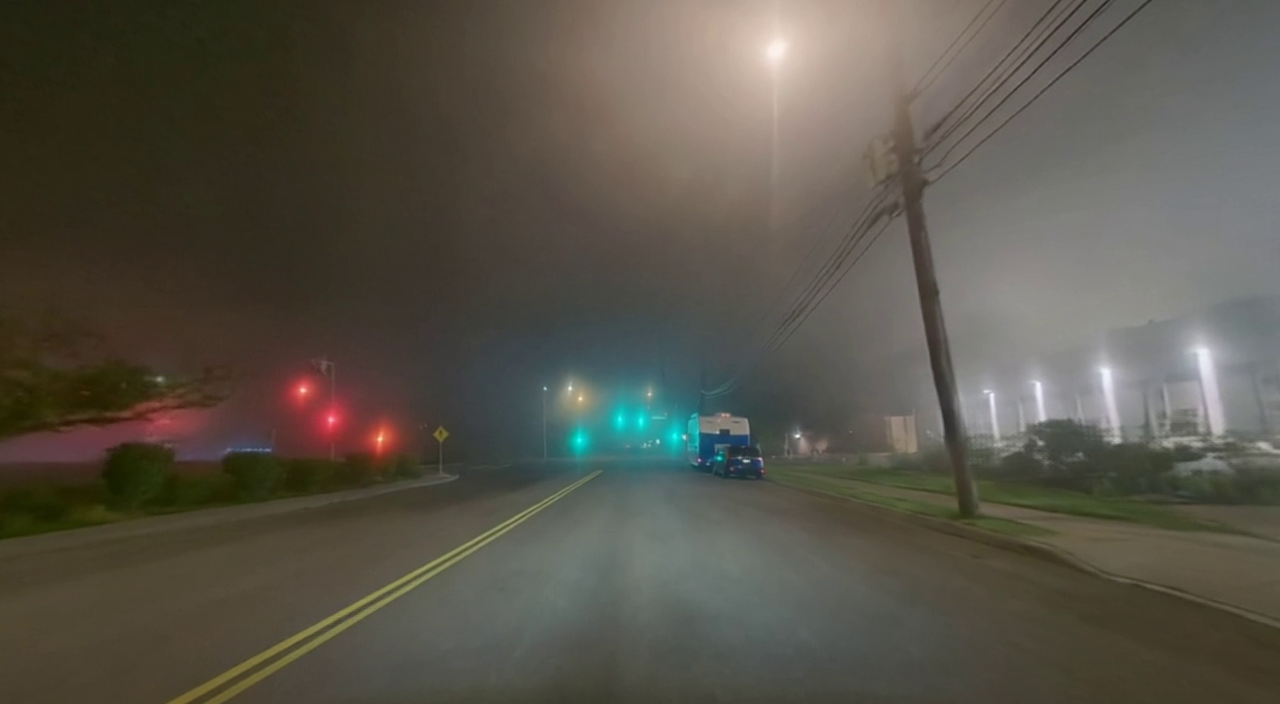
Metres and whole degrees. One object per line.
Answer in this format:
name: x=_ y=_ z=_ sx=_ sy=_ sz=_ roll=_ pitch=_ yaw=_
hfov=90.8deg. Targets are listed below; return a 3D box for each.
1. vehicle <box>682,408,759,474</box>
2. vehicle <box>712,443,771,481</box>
vehicle: x=4.271 y=5.039 z=35.620 sx=3.110 sy=3.241 sz=8.788 roll=0 pitch=-9 yaw=0
vehicle: x=4.437 y=4.852 z=28.145 sx=1.852 sy=1.497 sz=3.672 roll=-2 pitch=-8 yaw=-2
